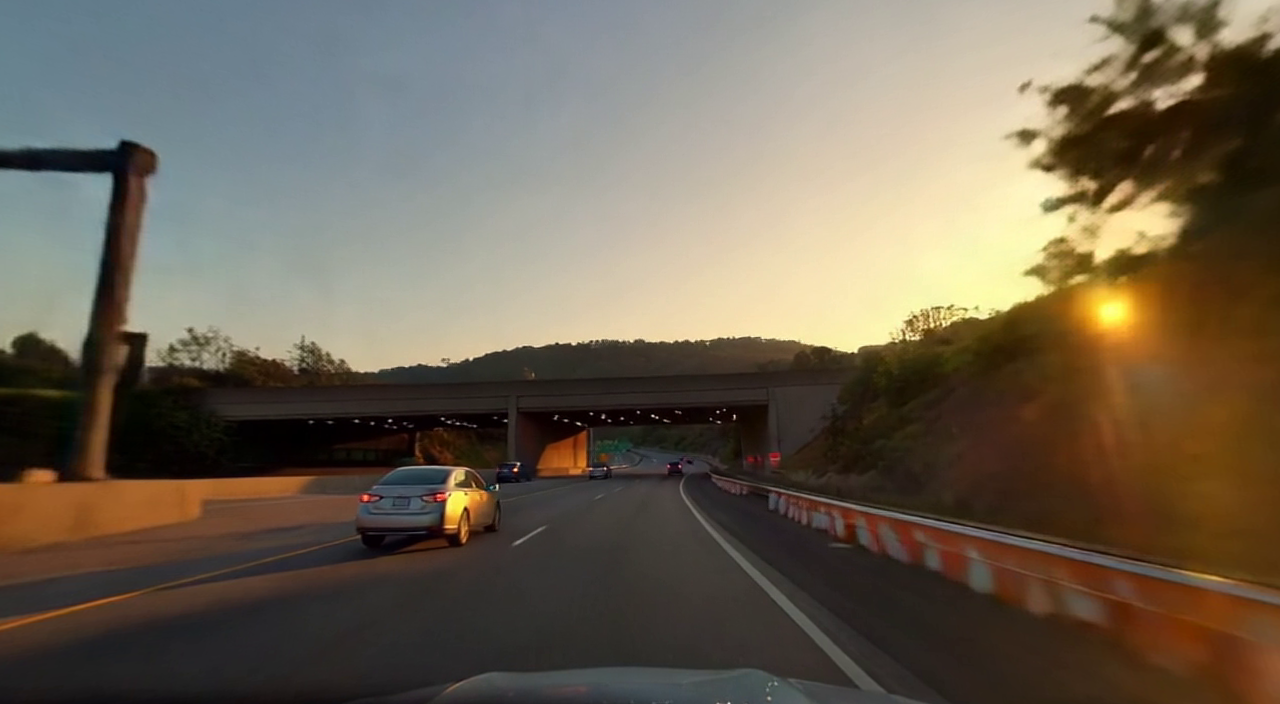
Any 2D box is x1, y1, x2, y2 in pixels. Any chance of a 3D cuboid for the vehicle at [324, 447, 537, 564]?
[{"bbox_3d":[-3.041,2.331,10.089,1.992,1.466,3.690,0,-10,2],"label":"vehicle"}]
